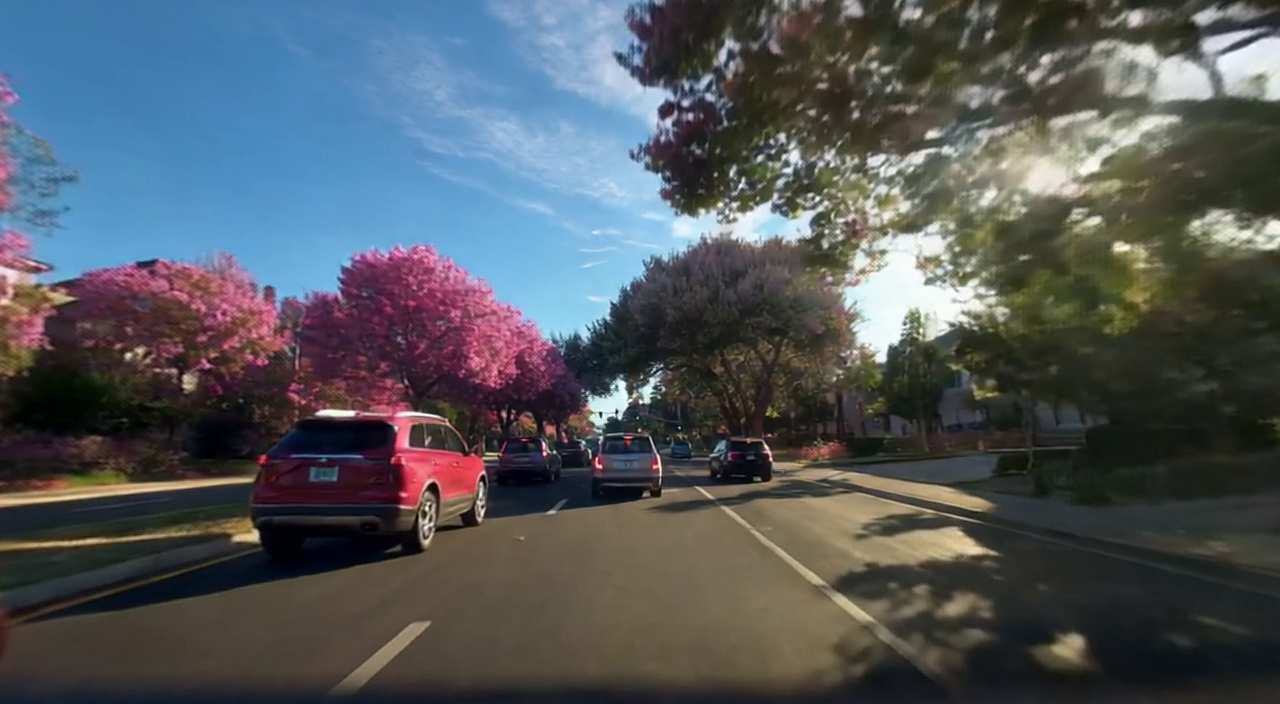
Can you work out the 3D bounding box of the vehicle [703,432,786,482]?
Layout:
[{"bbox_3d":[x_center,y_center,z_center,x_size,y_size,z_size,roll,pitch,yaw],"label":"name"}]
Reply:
[{"bbox_3d":[3.762,3.889,23.653,2.188,1.685,4.604,0,-8,-2],"label":"vehicle"}]

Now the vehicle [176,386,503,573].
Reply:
[{"bbox_3d":[-3.655,1.678,9.054,2.304,1.928,4.833,0,-8,0],"label":"vehicle"}]

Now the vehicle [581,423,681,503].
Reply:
[{"bbox_3d":[-0.221,2.664,15.529,2.112,1.693,4.058,0,-8,-1],"label":"vehicle"}]

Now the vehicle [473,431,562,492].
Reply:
[{"bbox_3d":[-3.693,3.388,19.904,1.948,1.668,4.279,0,-8,0],"label":"vehicle"}]
